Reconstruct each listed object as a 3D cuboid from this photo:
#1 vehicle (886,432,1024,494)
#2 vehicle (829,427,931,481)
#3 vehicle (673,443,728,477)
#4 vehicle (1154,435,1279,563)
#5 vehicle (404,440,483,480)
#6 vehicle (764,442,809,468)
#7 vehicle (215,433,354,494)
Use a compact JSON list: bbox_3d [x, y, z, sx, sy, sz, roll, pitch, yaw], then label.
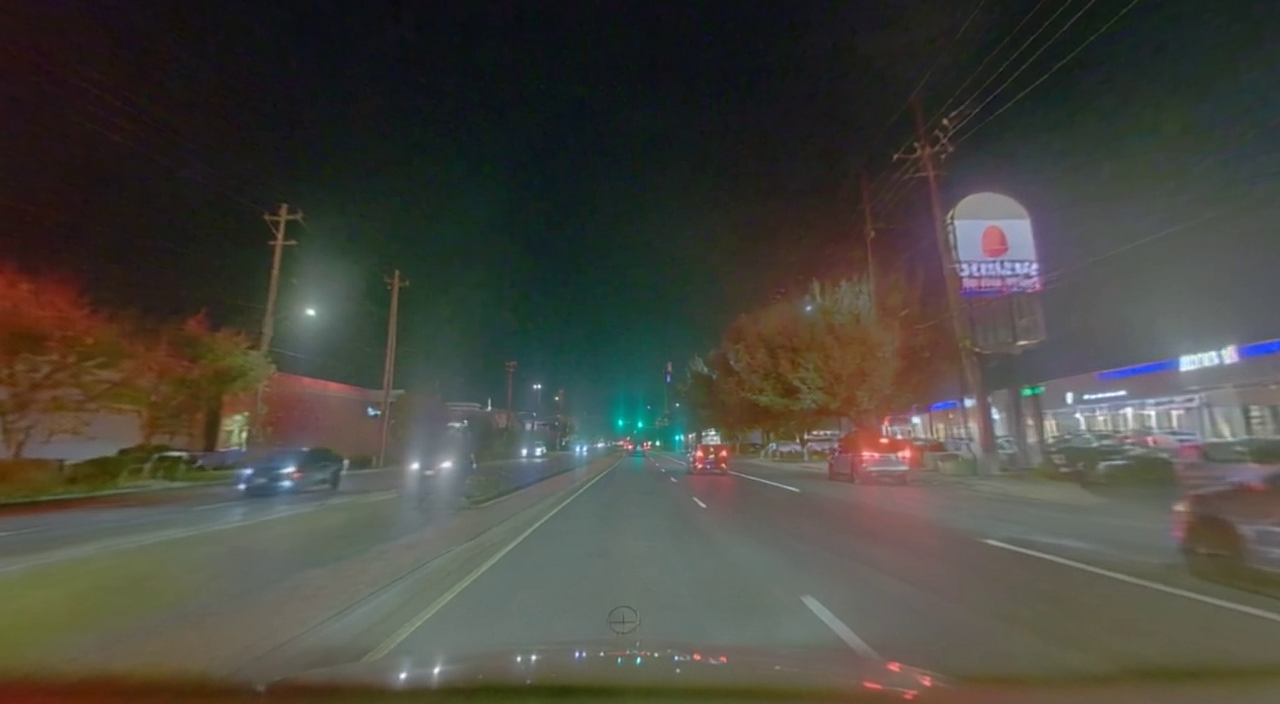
[{"bbox_3d":[10.295,3.660,21.218,2.045,1.831,5.000,0,-9,0],"label":"vehicle"},{"bbox_3d":[10.298,4.457,27.748,2.154,2.099,5.756,0,-9,-1],"label":"vehicle"},{"bbox_3d":[2.720,4.999,29.502,2.099,1.463,4.365,0,-8,-1],"label":"vehicle"},{"bbox_3d":[8.469,1.628,6.803,1.924,1.488,4.687,0,-9,0],"label":"vehicle"},{"bbox_3d":[-8.594,4.747,28.083,2.023,1.579,4.526,0,-9,0],"label":"vehicle"},{"bbox_3d":[10.298,7.255,44.679,1.987,1.746,4.569,0,-9,-1],"label":"vehicle"},{"bbox_3d":[-11.788,3.710,21.415,2.040,1.823,4.600,0,-9,0],"label":"vehicle"}]
